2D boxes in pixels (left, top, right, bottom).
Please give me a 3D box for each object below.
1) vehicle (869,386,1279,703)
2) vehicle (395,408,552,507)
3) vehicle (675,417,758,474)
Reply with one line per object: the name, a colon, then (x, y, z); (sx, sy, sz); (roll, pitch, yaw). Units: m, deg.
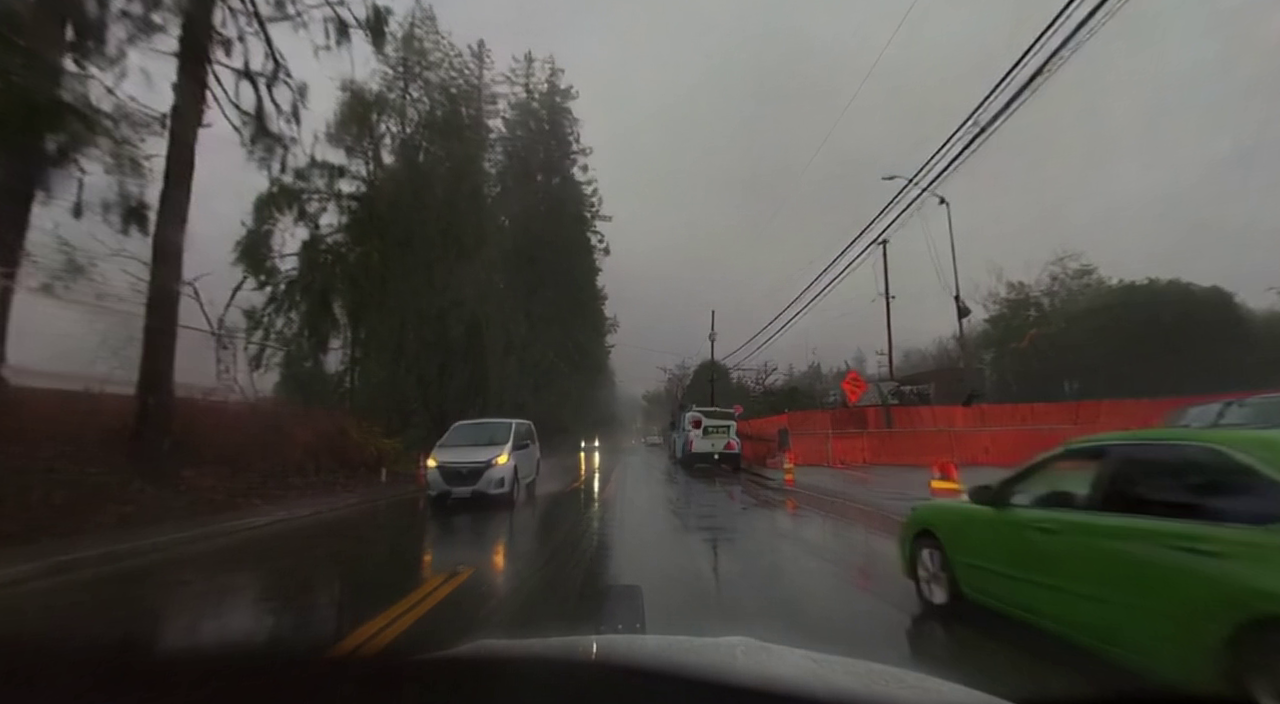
vehicle: (3.144, 1.025, 3.244); (2.006, 1.482, 4.722); (0, -8, -2)
vehicle: (-3.680, 2.504, 15.369); (2.358, 1.921, 5.675); (0, -8, -1)
vehicle: (3.040, 3.954, 26.766); (2.759, 2.114, 6.152); (0, -8, 0)
